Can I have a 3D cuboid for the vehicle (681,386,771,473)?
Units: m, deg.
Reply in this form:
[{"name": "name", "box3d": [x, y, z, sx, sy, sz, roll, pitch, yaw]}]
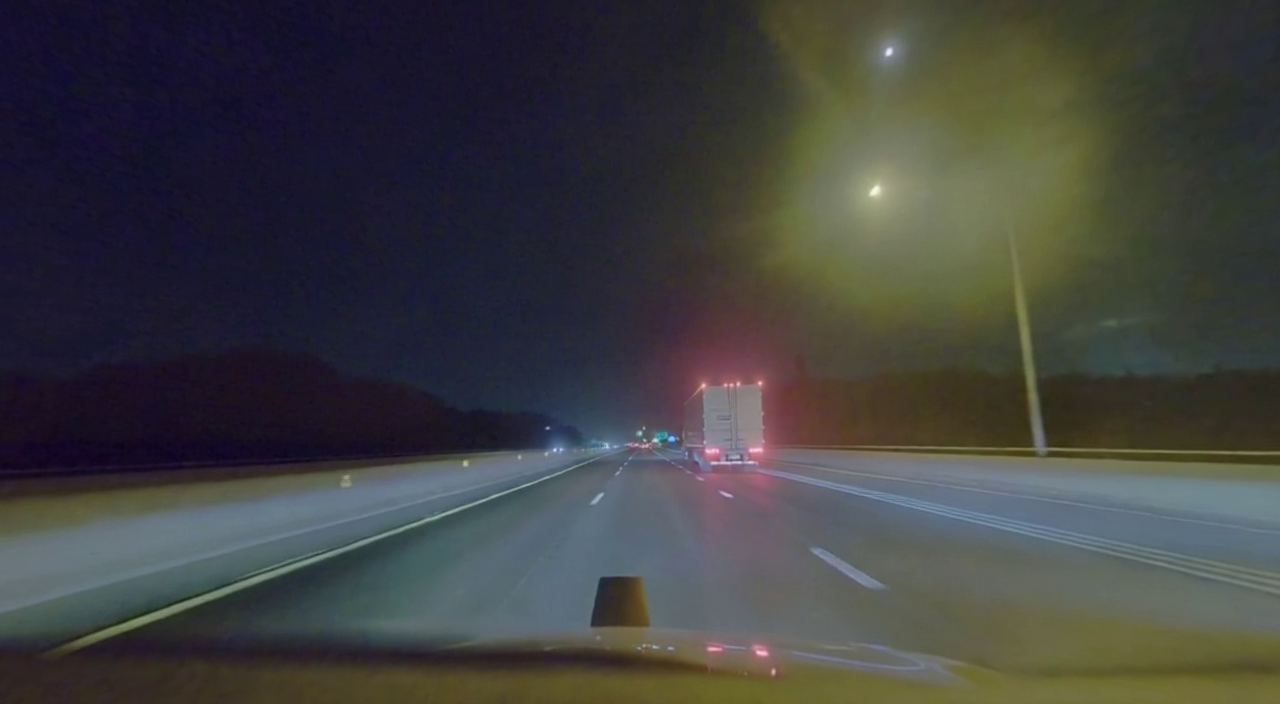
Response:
[{"name": "vehicle", "box3d": [4.648, 4.832, 38.109, 3.187, 4.197, 15.004, 0, -8, -1]}]
